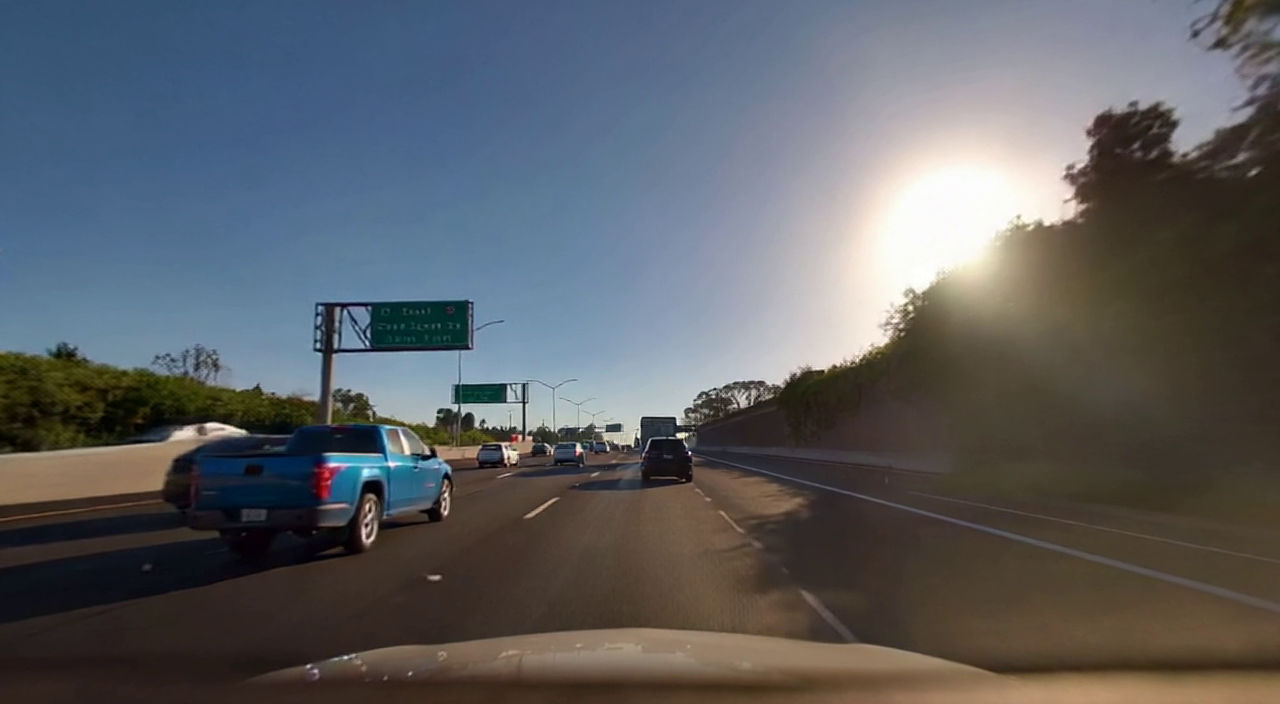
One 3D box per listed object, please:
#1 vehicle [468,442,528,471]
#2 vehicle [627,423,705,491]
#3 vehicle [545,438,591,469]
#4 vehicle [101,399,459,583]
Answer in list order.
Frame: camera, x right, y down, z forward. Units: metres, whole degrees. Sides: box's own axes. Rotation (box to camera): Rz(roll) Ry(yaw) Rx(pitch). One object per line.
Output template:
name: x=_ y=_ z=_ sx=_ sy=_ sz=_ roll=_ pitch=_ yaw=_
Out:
vehicle: x=-7.588 y=5.613 z=34.124 sx=2.081 sy=1.463 sz=4.749 roll=0 pitch=-8 yaw=1
vehicle: x=0.680 y=3.174 z=19.316 sx=2.083 sy=1.792 sz=4.782 roll=0 pitch=-8 yaw=-1
vehicle: x=-3.973 y=5.687 z=35.586 sx=1.961 sy=1.591 sz=4.756 roll=0 pitch=-8 yaw=1
vehicle: x=-4.300 y=1.753 z=8.870 sx=1.954 sy=1.792 sz=5.187 roll=0 pitch=-8 yaw=0
